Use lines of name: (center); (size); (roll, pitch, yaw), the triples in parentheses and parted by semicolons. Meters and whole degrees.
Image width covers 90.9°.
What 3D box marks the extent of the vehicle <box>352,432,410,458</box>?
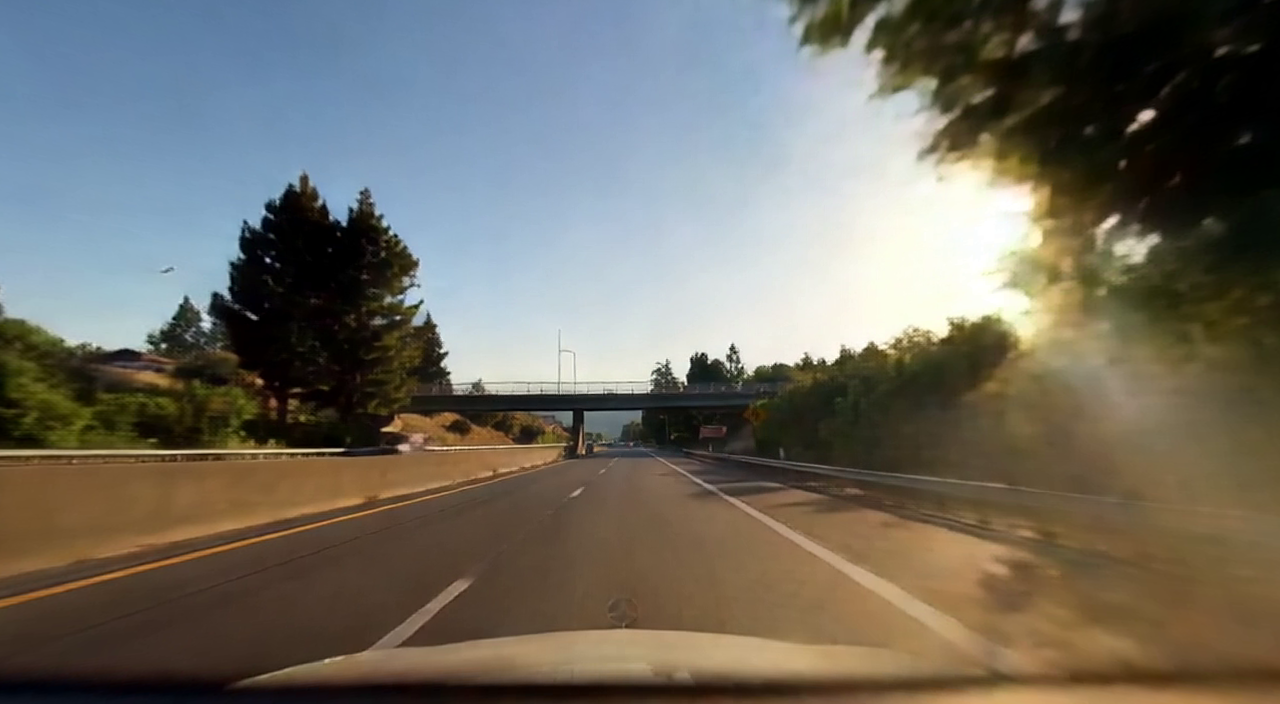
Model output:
vehicle: (-16.601, 5.991, 40.593); (1.903, 1.571, 4.248); (0, -9, 0)
